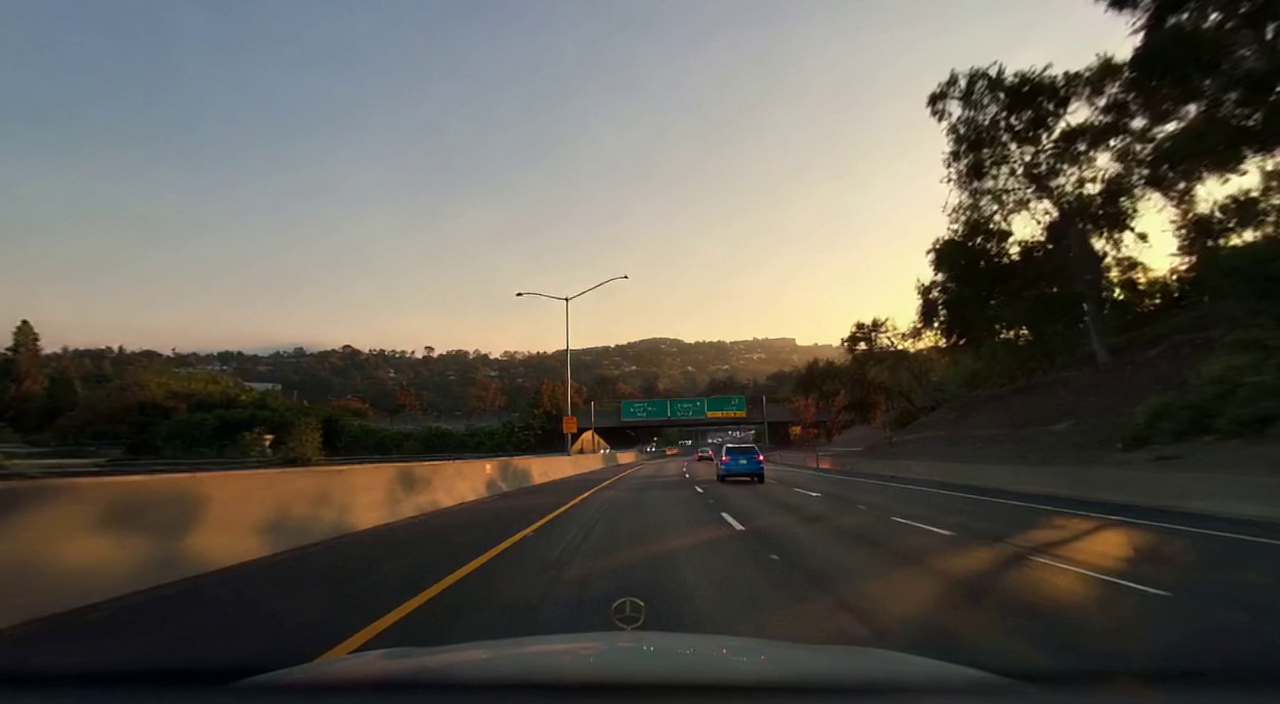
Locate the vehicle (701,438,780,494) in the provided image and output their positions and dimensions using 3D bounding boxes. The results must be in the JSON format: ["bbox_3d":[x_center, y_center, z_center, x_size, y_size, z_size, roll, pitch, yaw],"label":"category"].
[{"bbox_3d":[3.412,3.948,22.242,2.143,1.730,4.303,0,-9,1],"label":"vehicle"}]
